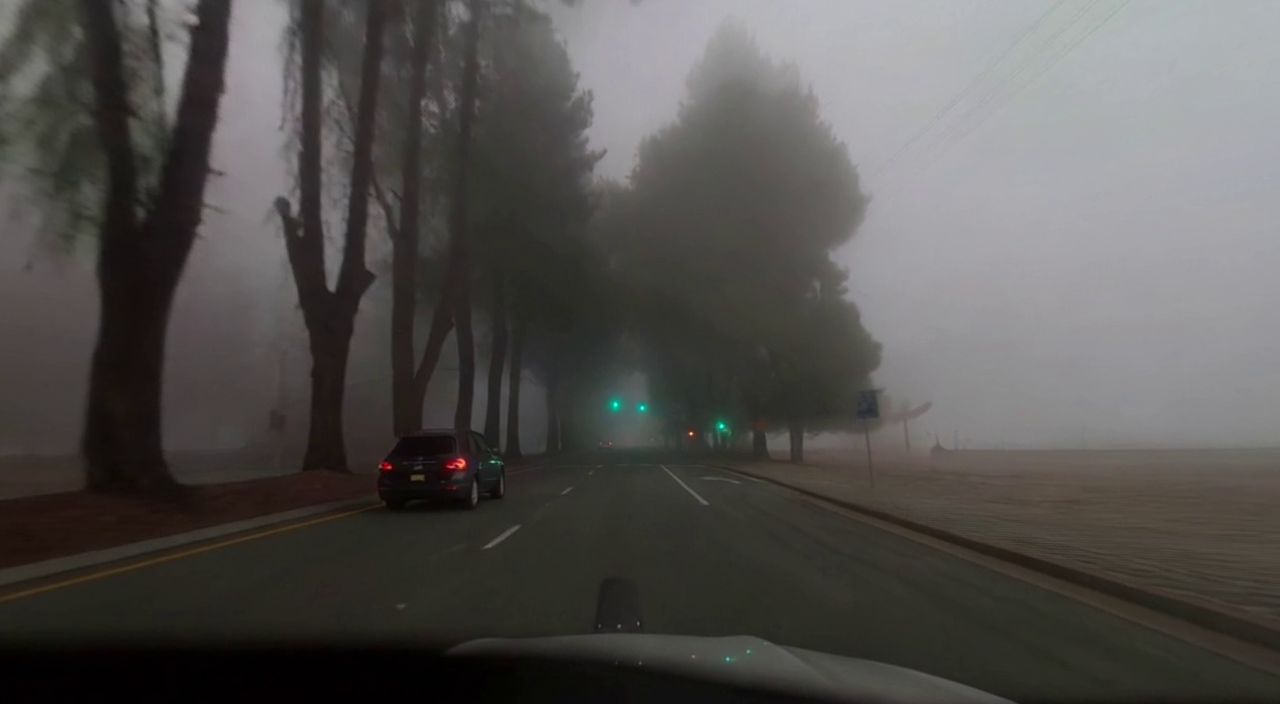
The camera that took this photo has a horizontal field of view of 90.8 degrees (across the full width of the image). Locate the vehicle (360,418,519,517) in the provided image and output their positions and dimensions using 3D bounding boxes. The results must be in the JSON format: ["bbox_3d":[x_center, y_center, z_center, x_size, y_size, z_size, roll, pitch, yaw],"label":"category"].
[{"bbox_3d":[-3.976,2.349,13.328,2.018,1.769,3.897,0,-8,0],"label":"vehicle"}]
